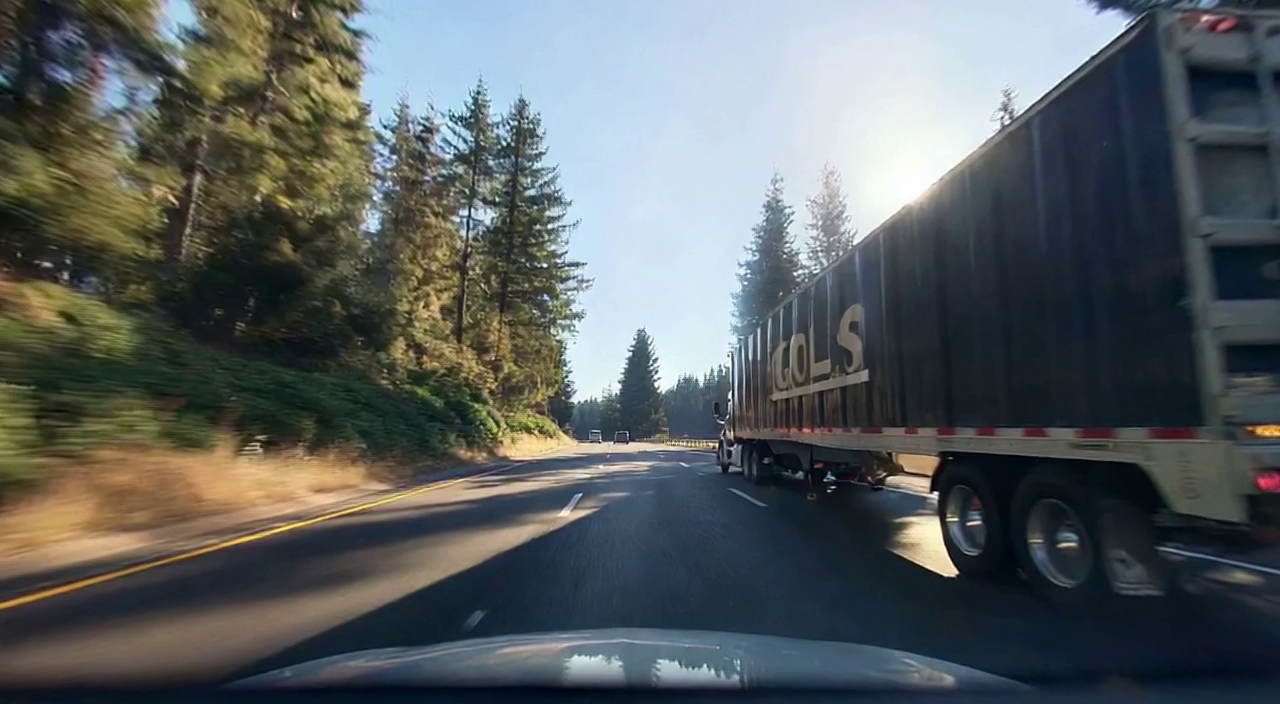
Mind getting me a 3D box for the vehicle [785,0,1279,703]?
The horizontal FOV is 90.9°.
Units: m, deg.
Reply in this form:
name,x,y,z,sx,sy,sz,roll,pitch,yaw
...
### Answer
name,x,y,z,sx,sy,sz,roll,pitch,yaw
vehicle,4.438,0.335,7.731,2.932,4.022,8.803,0,-8,-2
